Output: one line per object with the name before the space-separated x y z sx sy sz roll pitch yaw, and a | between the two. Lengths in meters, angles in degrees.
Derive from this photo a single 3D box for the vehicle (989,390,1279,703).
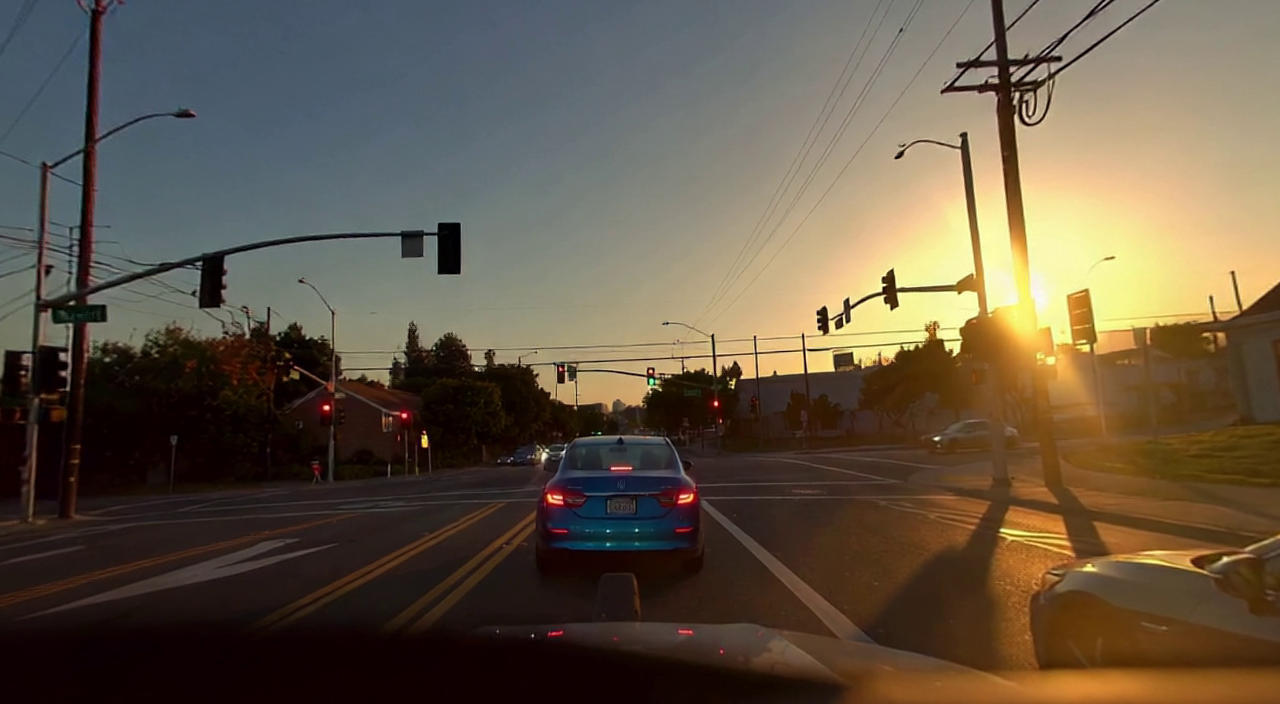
vehicle | 2.929 0.834 1.702 1.860 1.494 3.707 0 -9 1

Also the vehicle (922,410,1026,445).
vehicle | 17.842 4.072 33.899 4.431 1.555 1.886 -4 -9 2

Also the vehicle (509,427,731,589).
vehicle | -0.222 1.768 8.040 2.061 1.485 4.196 0 -9 -1
